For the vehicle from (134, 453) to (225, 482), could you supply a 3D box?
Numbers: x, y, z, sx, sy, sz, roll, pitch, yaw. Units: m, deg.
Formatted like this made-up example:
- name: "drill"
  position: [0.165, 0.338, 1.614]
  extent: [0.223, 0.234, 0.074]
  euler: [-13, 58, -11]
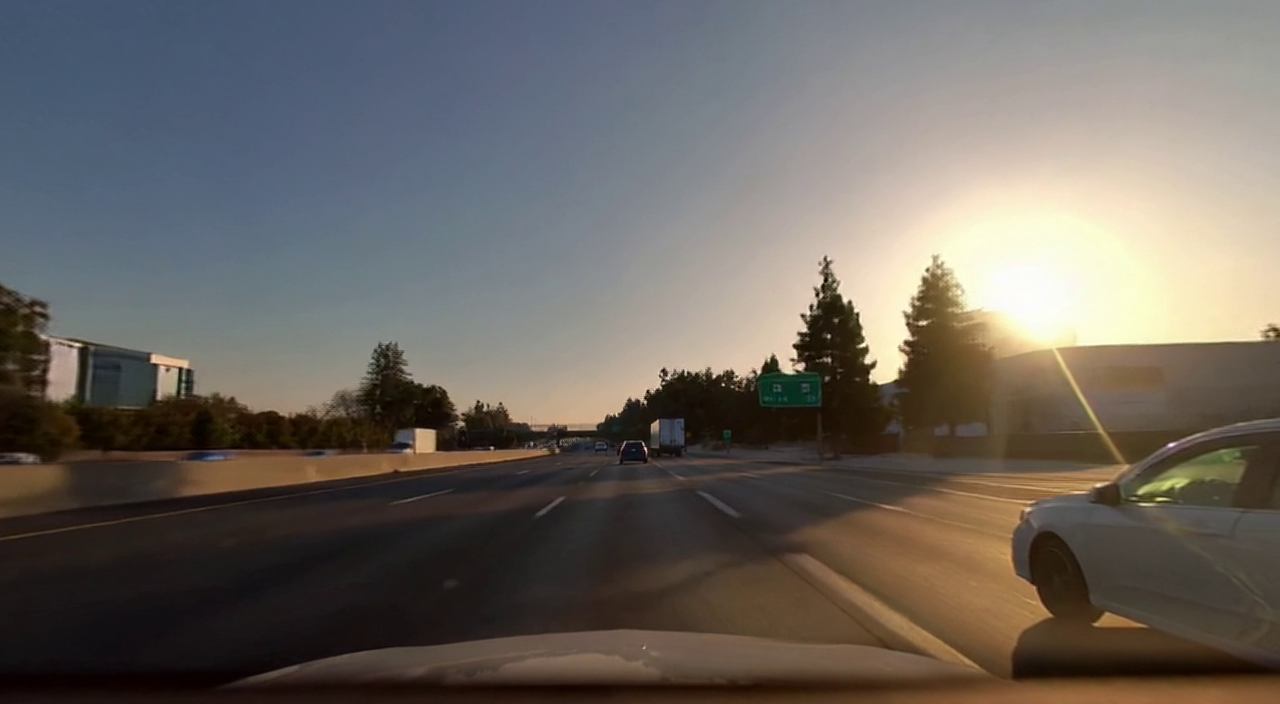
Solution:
- name: "vehicle"
  position: [-26.002, 6.523, 35.898]
  extent: [1.859, 1.483, 4.494]
  euler: [0, -9, -1]

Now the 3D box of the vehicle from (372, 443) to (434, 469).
- name: "vehicle"
  position: [-18.341, 8.077, 49.294]
  extent: [2.356, 1.839, 6.133]
  euler: [-1, -9, 2]

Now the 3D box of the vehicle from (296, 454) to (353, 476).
- name: "vehicle"
  position: [-22.416, 8.054, 45.082]
  extent: [1.810, 1.425, 4.316]
  euler: [0, -9, 0]

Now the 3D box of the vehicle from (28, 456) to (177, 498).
- name: "vehicle"
  position: [-22.231, 5.164, 26.446]
  extent: [2.087, 1.499, 4.726]
  euler: [0, -9, 0]

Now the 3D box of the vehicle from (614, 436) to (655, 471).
- name: "vehicle"
  position: [-0.356, 6.038, 37.761]
  extent: [2.297, 1.912, 4.355]
  euler: [0, -9, -1]

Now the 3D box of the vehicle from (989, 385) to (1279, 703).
- name: "vehicle"
  position: [3.735, 0.937, 2.676]
  extent: [1.950, 1.596, 4.326]
  euler: [0, -9, -1]
